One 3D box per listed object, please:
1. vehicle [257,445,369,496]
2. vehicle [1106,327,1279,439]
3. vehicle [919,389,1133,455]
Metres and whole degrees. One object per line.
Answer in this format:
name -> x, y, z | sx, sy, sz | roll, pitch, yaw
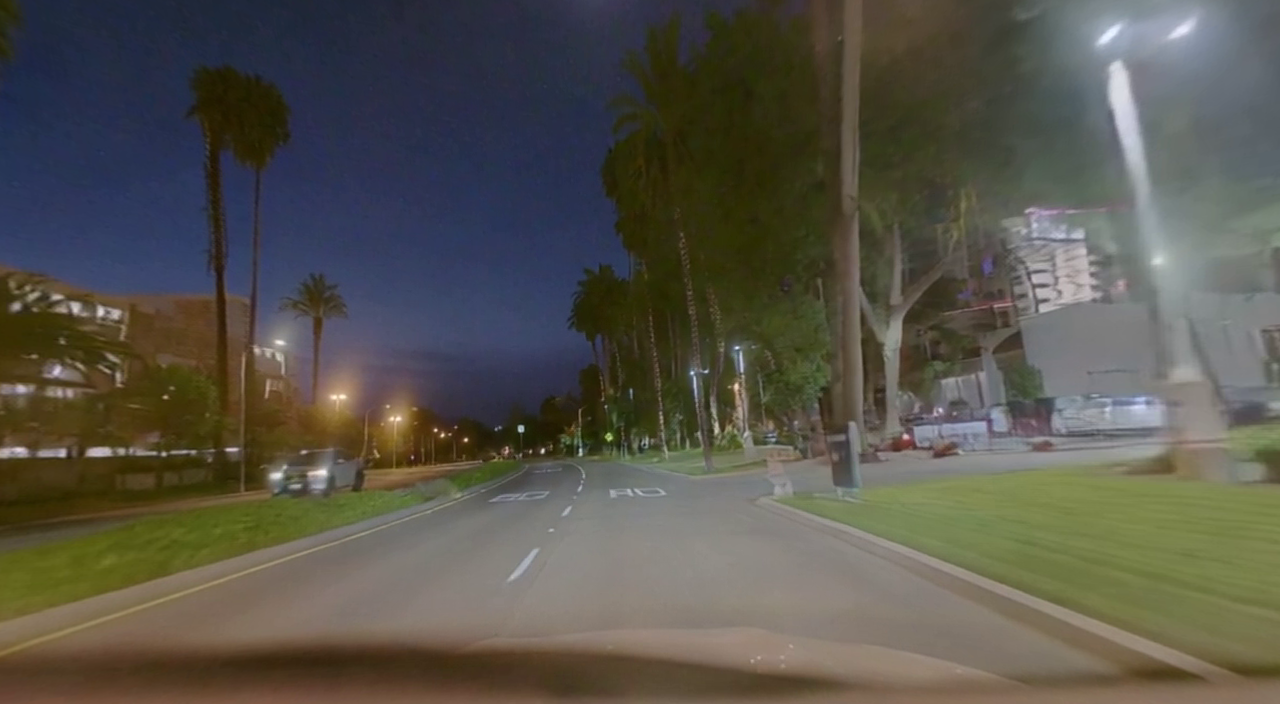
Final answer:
vehicle -> -13.744, 4.954, 26.808 | 2.239, 1.955, 5.017 | 0, -9, -3
vehicle -> 10.808, 0.608, 10.562 | 4.142, 1.669, 2.194 | 0, -9, 0
vehicle -> 10.387, 1.949, 17.197 | 4.423, 1.662, 2.097 | 0, -9, 0
